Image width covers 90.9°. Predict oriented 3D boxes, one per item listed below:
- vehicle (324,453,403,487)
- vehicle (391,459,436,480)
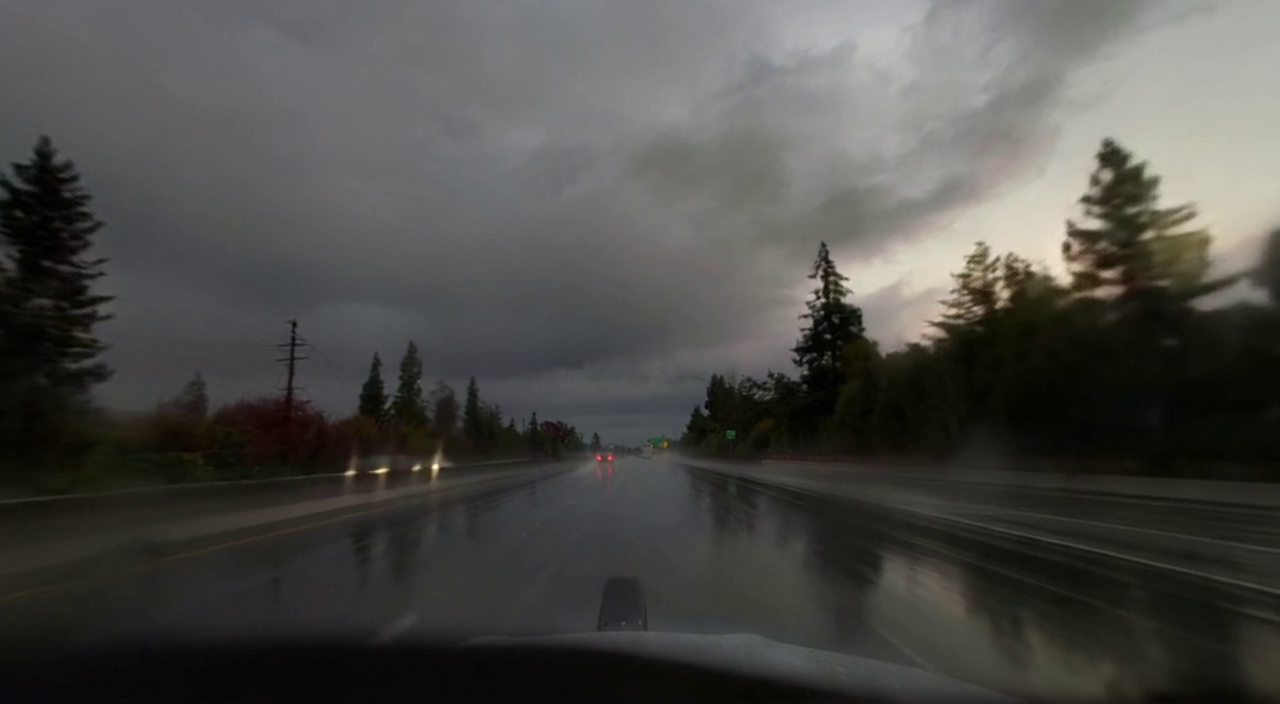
[{"bbox_3d":[-12.167,5.185,28.011,1.768,1.375,3.927,0,-9,0],"label":"vehicle"},{"bbox_3d":[-16.512,8.587,46.083,1.769,1.419,3.896,0,-9,0],"label":"vehicle"}]
